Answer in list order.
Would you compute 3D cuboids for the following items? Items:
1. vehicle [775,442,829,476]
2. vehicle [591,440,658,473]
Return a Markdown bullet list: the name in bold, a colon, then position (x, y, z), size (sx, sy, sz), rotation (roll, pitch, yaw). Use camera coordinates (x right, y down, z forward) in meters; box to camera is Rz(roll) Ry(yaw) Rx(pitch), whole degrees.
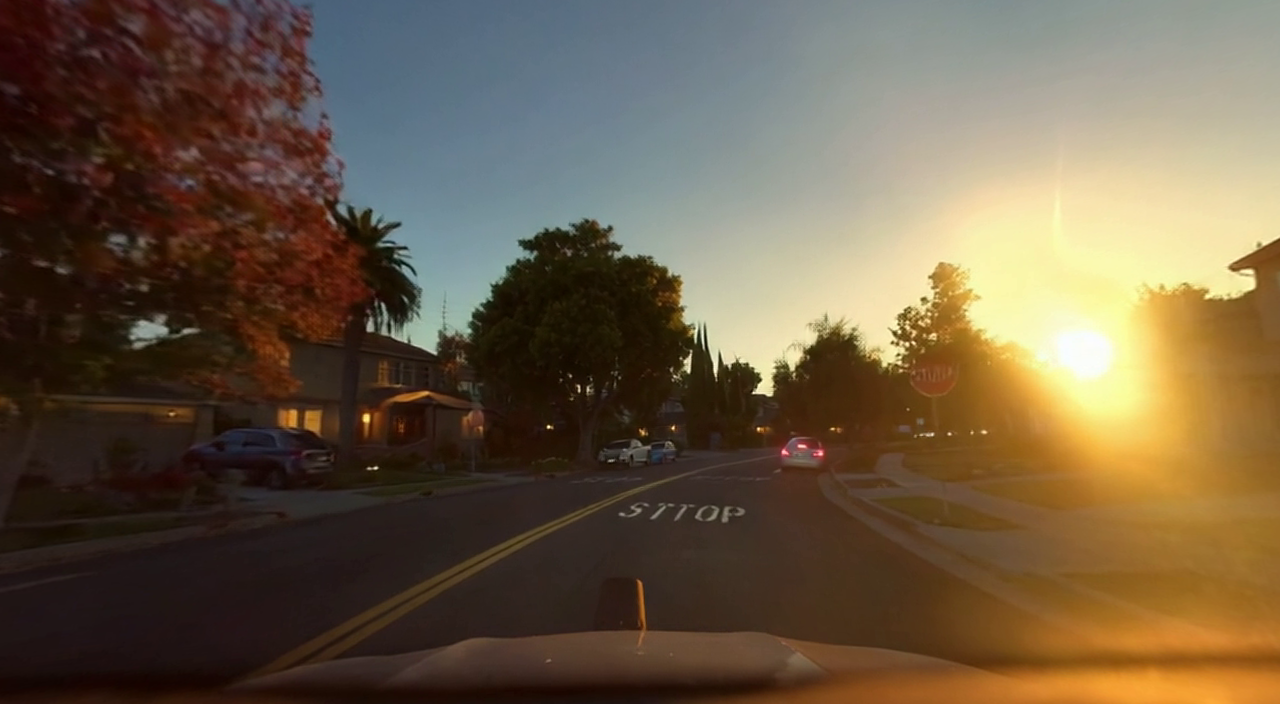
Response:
- **vehicle**: position (7.872, 5.086, 30.305), size (2.045, 1.478, 4.914), rotation (-3, -9, 19)
- **vehicle**: position (-0.767, 5.788, 35.283), size (2.030, 1.696, 4.828), rotation (-4, -9, 21)
